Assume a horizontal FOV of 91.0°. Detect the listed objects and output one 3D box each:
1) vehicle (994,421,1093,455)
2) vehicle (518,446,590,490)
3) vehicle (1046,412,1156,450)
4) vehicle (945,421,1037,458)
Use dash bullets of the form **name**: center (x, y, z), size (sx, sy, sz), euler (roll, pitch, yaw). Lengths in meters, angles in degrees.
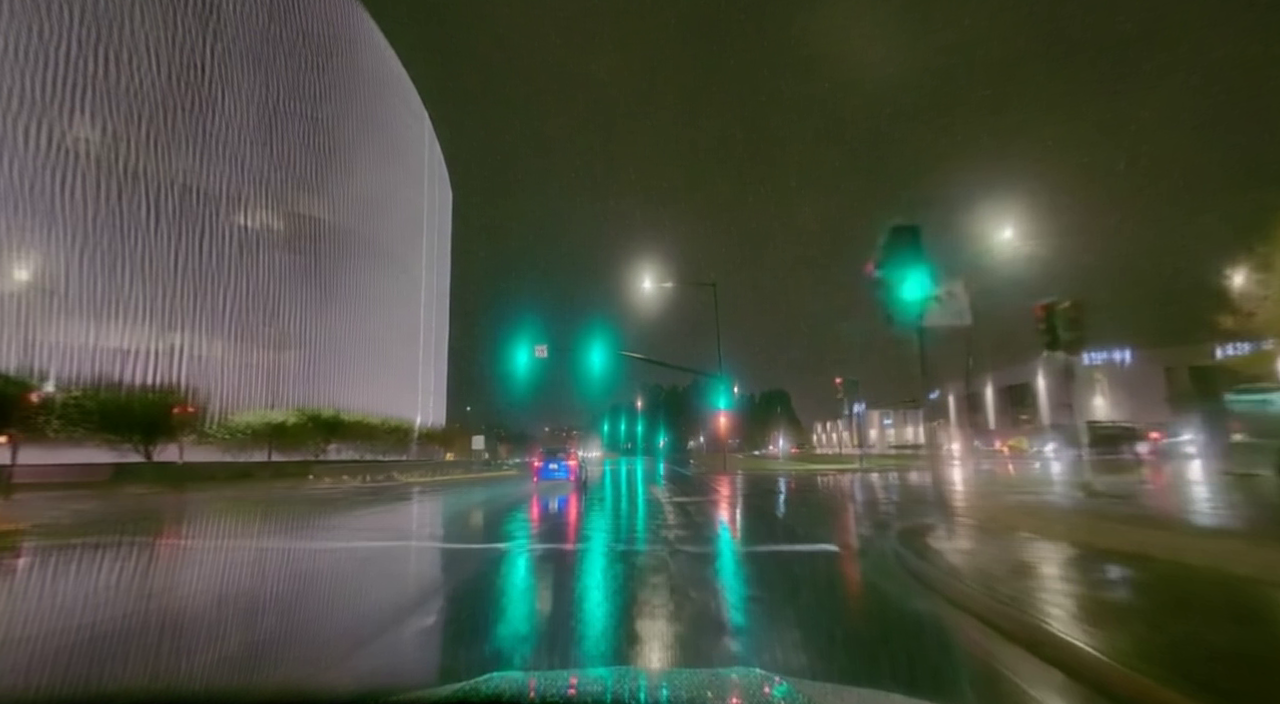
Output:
- **vehicle**: center (19.297, 4.186, 30.368), size (2.004, 1.530, 4.158), euler (0, -9, 0)
- **vehicle**: center (-3.127, 4.331, 23.826), size (1.971, 1.486, 4.380), euler (-1, -9, 2)
- **vehicle**: center (21.963, 3.865, 30.274), size (1.928, 1.707, 4.381), euler (0, -9, 0)
- **vehicle**: center (16.717, 4.240, 30.277), size (1.851, 1.594, 4.324), euler (0, -9, 0)
